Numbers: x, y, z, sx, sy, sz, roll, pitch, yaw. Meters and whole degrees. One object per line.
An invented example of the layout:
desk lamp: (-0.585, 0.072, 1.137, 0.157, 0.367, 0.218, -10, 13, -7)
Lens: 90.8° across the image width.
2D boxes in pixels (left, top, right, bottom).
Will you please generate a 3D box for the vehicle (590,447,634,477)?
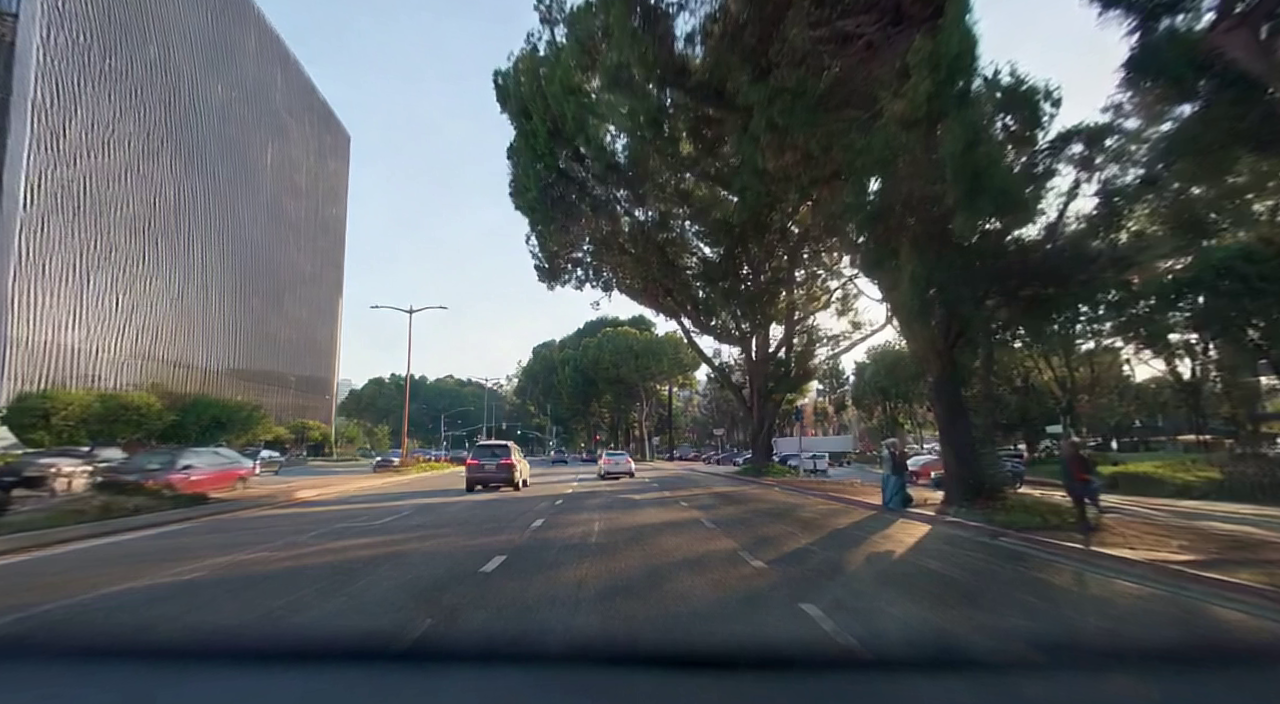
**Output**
vehicle: (-1.440, 5.452, 31.552, 2.050, 1.385, 4.096, 0, -8, -4)

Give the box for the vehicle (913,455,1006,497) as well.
vehicle: (14.446, 5.614, 28.893, 1.893, 1.646, 4.288, -1, -8, -2)

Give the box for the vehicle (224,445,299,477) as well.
vehicle: (-23.900, 6.872, 40.113, 2.111, 1.874, 4.888, 1, -8, -6)

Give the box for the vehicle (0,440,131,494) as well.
vehicle: (-22.245, 4.295, 24.066, 2.037, 1.841, 4.653, 0, -8, -4)

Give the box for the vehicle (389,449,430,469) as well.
vehicle: (-17.324, 8.084, 47.750, 1.818, 1.379, 4.350, 1, -8, -5)

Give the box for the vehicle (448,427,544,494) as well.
vehicle: (-4.242, 3.265, 19.362, 2.001, 1.784, 4.483, 0, -8, -2)

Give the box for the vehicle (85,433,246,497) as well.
vehicle: (-15.047, 3.574, 20.447, 1.843, 1.814, 4.617, 0, -8, -4)
